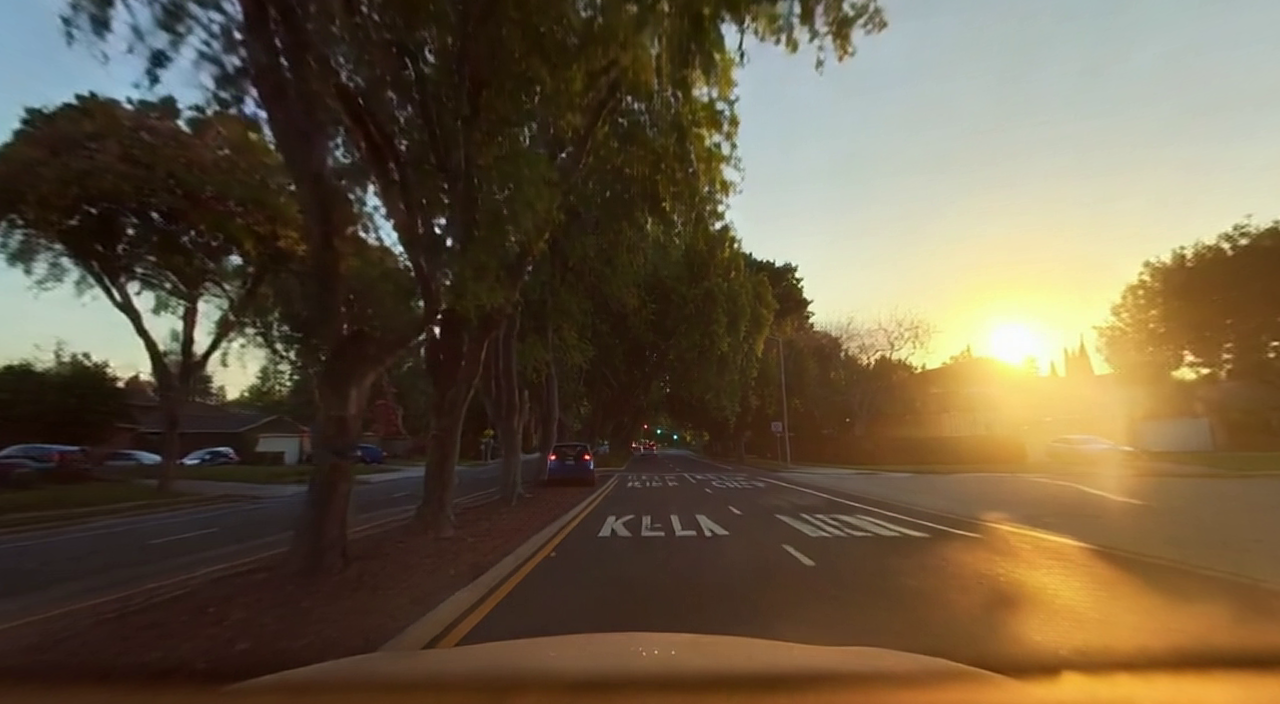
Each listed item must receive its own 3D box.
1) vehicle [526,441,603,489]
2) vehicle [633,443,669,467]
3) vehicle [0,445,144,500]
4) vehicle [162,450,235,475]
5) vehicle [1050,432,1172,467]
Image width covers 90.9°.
[{"bbox_3d":[-2.450,3.846,21.872,2.158,1.469,4.909,0,-8,-1],"label":"vehicle"},{"bbox_3d":[0.663,6.711,41.260,2.226,1.505,4.128,0,-8,0],"label":"vehicle"},{"bbox_3d":[-22.539,4.527,23.897,2.173,1.849,5.752,-5,-9,11],"label":"vehicle"},{"bbox_3d":[-28.598,7.126,40.960,1.961,1.470,3.811,0,-8,0],"label":"vehicle"},{"bbox_3d":[22.852,4.742,30.690,4.318,1.601,1.975,0,-8,-2],"label":"vehicle"}]
